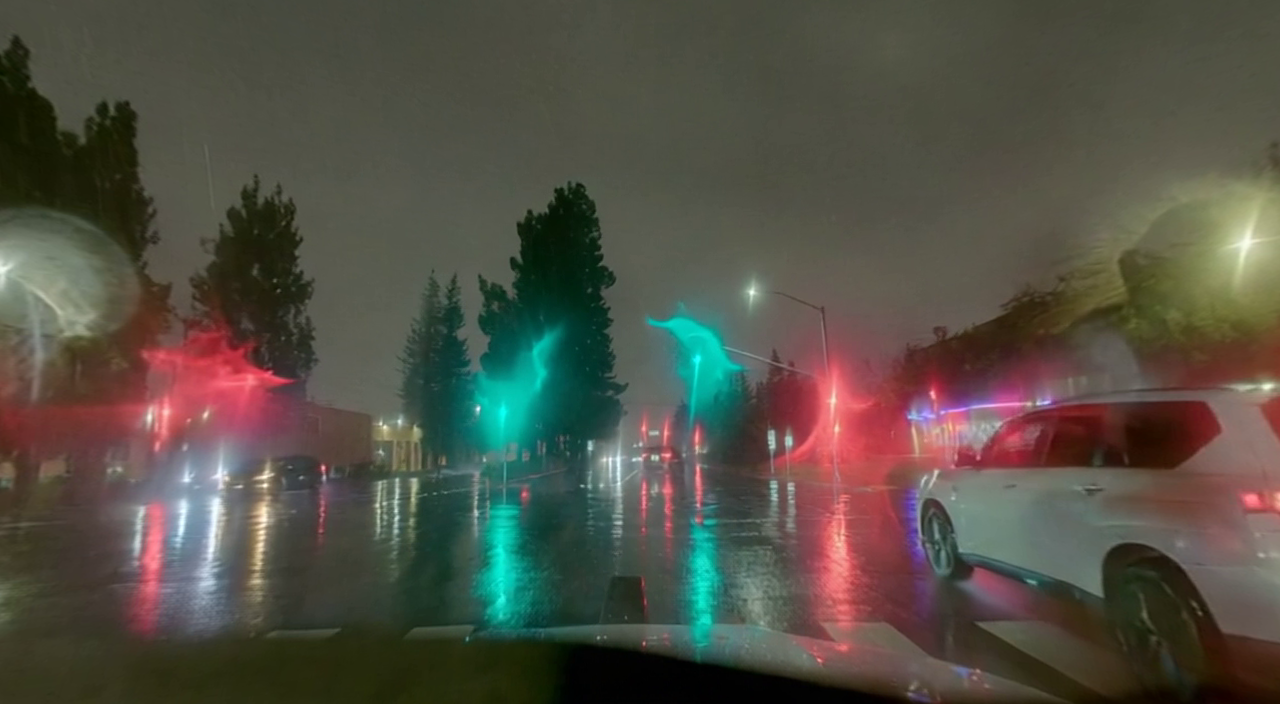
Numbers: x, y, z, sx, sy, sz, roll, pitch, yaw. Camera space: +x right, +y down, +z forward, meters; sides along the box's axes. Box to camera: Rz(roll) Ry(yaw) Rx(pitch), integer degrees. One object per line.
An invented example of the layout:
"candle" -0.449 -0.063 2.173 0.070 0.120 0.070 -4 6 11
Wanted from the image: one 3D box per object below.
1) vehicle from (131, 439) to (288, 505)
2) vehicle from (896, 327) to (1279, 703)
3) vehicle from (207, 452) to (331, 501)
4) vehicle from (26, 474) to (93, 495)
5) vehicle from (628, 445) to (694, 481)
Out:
"vehicle" -18.734 5.183 27.959 2.557 2.580 5.856 -1 -8 3
"vehicle" 3.606 1.023 3.905 2.301 1.767 4.289 0 -8 1
"vehicle" -14.967 4.999 25.810 2.169 1.753 4.640 0 -8 1
"vehicle" -44.586 10.153 48.443 3.497 1.415 1.569 -1 -8 -1
"vehicle" 1.143 5.526 31.753 2.153 1.658 4.569 -3 -9 18
